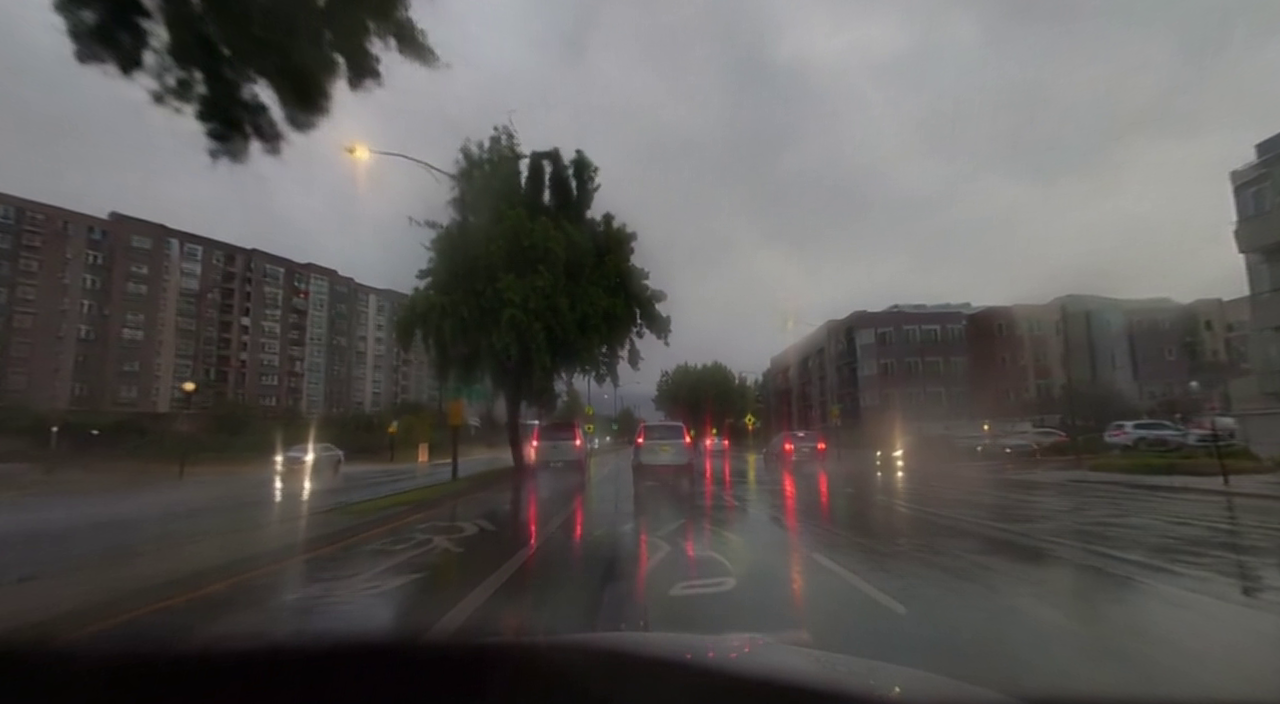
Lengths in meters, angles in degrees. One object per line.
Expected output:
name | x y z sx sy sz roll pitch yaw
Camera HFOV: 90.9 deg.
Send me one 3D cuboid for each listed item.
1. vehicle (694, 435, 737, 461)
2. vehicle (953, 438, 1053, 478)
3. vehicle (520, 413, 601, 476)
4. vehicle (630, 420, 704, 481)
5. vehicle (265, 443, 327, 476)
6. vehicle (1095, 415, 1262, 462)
vehicle | 4.657 6.008 39.549 2.075 1.486 4.316 0 -8 -1
vehicle | 14.339 4.192 25.153 1.706 1.474 3.761 0 -8 0
vehicle | -2.838 3.496 23.895 2.396 2.143 4.824 0 -8 1
vehicle | 0.795 3.268 21.097 2.222 1.841 4.031 0 -8 -1
vehicle | -16.962 5.278 31.289 1.993 1.462 4.586 3 -9 -20
vehicle | 23.274 3.797 27.451 5.050 1.756 2.206 -2 -9 1
